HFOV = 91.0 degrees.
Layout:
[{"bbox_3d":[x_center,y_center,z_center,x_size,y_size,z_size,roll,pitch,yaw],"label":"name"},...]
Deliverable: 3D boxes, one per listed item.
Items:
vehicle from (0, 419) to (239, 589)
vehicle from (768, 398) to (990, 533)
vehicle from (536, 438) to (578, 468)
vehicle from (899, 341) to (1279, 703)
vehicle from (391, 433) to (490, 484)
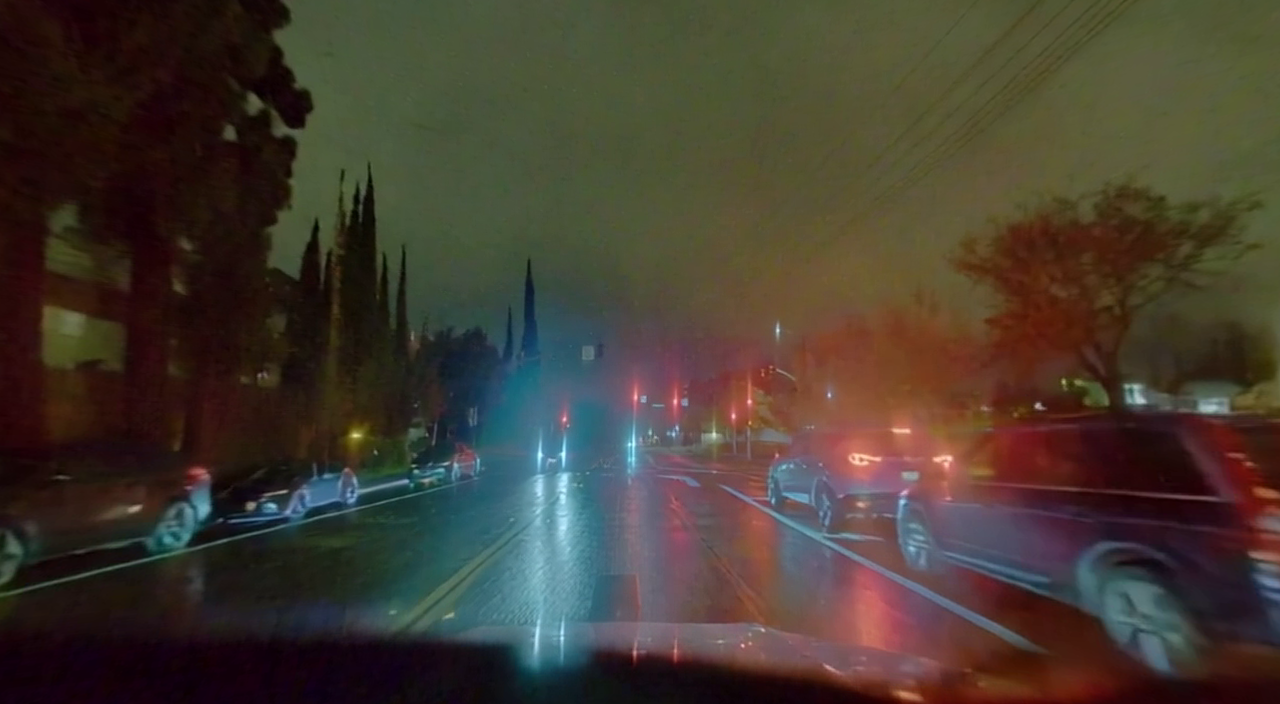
[{"bbox_3d":[-7.594,1.802,8.081,1.994,1.718,4.518,0,-9,-2],"label":"vehicle"},{"bbox_3d":[3.875,1.960,11.281,2.063,1.904,4.531,0,-9,-2],"label":"vehicle"},{"bbox_3d":[-4.360,5.368,33.556,1.971,1.497,4.285,1,-9,-4],"label":"vehicle"},{"bbox_3d":[3.771,1.129,4.549,1.908,1.788,4.397,1,-8,0],"label":"vehicle"},{"bbox_3d":[-7.612,4.131,24.691,2.150,1.766,5.483,0,-9,-1],"label":"vehicle"}]
